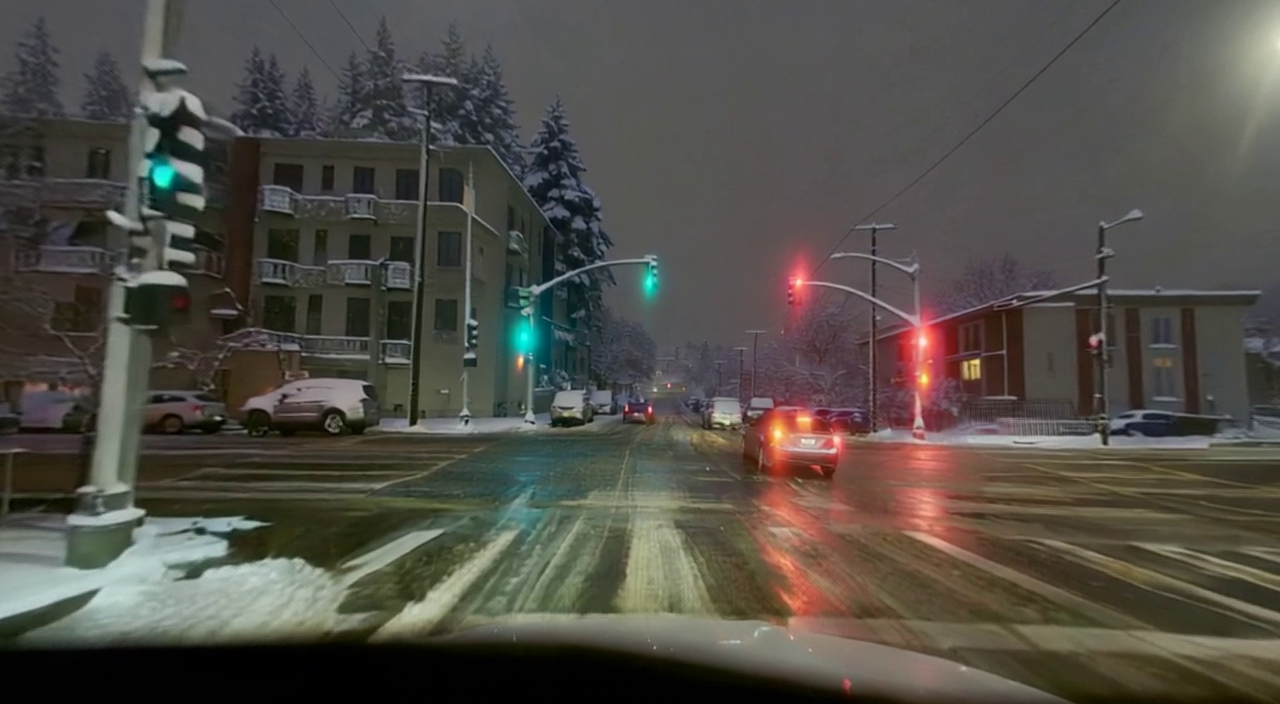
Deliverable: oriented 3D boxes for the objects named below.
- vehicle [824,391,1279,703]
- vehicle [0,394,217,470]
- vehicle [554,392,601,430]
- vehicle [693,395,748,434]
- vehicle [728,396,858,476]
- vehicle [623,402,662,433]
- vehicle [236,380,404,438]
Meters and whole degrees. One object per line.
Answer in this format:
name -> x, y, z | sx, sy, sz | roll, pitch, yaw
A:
vehicle -> 3.071, 1.199, 4.590 | 2.055, 1.450, 4.676 | 0, -8, 0
vehicle -> -12.345, 1.735, 14.085 | 4.507, 1.455, 1.927 | -1, -1, 2
vehicle -> -2.841, 2.784, 29.246 | 1.878, 1.521, 3.697 | 0, -8, -1
vehicle -> 3.769, 3.048, 30.209 | 2.093, 1.655, 4.327 | 0, -8, 0
vehicle -> 3.279, 1.785, 14.350 | 1.970, 1.490, 4.016 | 0, -3, 0
vehicle -> 0.149, 3.496, 33.227 | 1.923, 1.460, 3.923 | 0, -8, 1
vehicle -> -10.314, 1.916, 20.596 | 4.304, 1.755, 2.083 | -1, -8, 1
